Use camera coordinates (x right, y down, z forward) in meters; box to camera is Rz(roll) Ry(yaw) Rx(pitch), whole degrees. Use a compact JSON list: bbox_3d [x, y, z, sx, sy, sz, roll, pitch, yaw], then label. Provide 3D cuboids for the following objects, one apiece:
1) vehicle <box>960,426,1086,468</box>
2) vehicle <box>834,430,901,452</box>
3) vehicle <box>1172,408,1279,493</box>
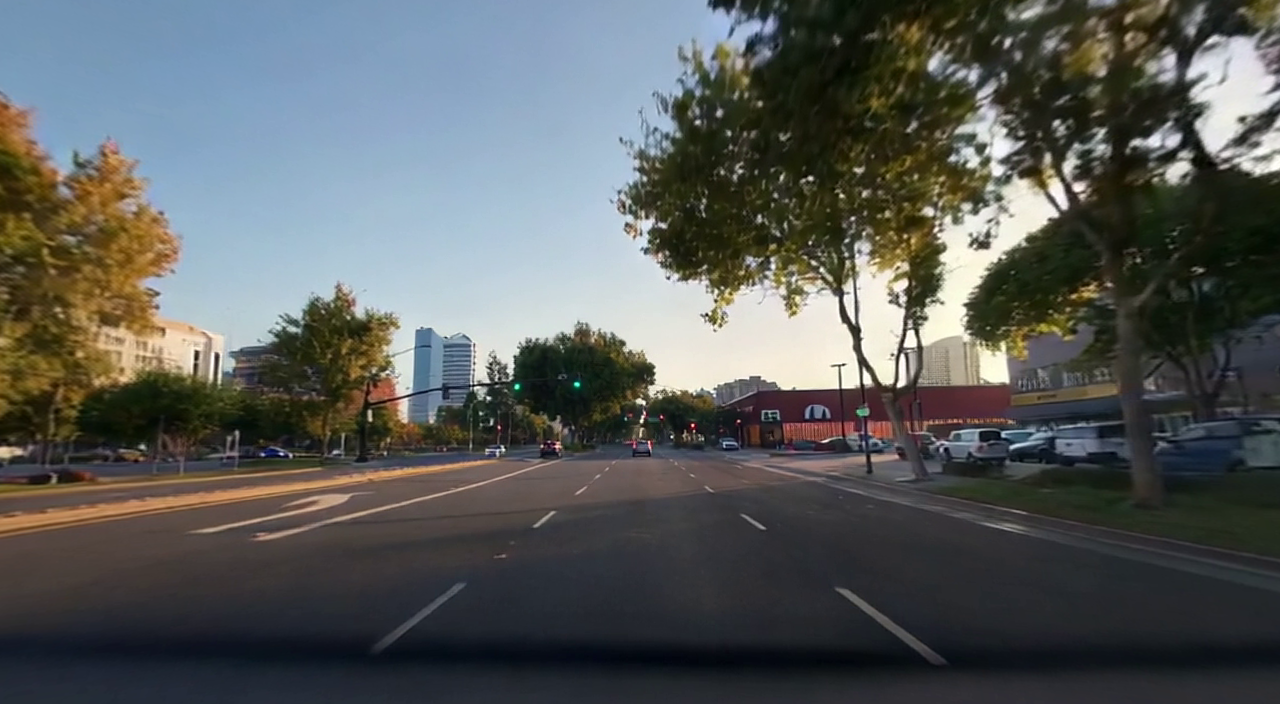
[{"bbox_3d":[17.123,4.237,28.350,4.362,1.455,1.816,-5,-7,1],"label":"vehicle"},{"bbox_3d":[17.664,6.949,49.135,4.498,1.671,1.887,-1,-8,2],"label":"vehicle"},{"bbox_3d":[15.946,2.202,14.876,4.749,1.785,2.137,-2,-7,0],"label":"vehicle"}]
